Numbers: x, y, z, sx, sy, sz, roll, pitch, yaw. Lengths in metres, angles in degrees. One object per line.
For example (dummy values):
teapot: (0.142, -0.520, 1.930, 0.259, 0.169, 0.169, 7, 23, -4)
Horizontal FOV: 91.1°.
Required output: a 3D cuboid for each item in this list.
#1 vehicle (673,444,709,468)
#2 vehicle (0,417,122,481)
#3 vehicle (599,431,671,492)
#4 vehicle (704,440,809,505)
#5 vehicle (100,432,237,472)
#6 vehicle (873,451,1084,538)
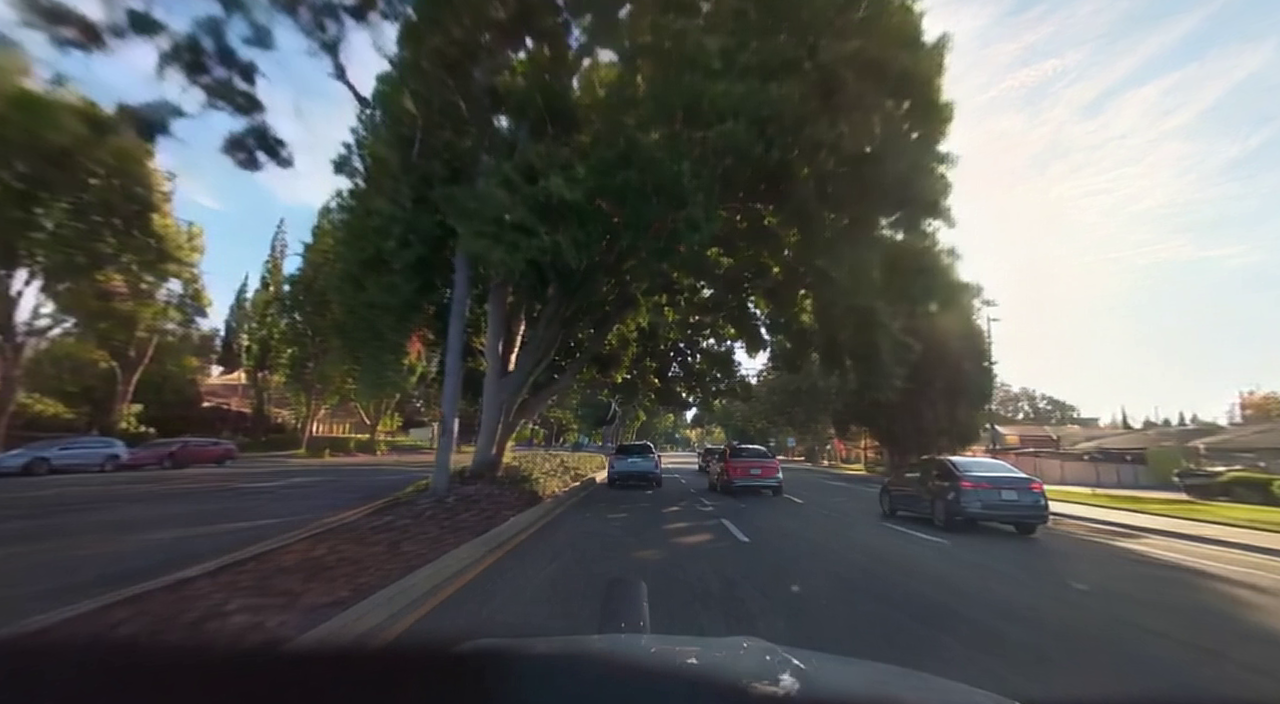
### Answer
vehicle: (3.363, 6.938, 42.070, 2.012, 1.462, 4.163, 0, -8, -1)
vehicle: (-19.089, 2.993, 19.399, 1.903, 1.768, 4.985, 0, -8, 0)
vehicle: (-0.146, 3.388, 19.726, 2.008, 1.674, 4.239, 0, -8, 0)
vehicle: (2.960, 3.162, 16.913, 1.932, 1.510, 4.168, 0, -8, -1)
vehicle: (-18.950, 4.043, 25.600, 1.851, 1.477, 4.891, 0, -8, -1)
vehicle: (6.708, 2.825, 13.120, 1.944, 1.458, 4.268, 0, -8, -1)
